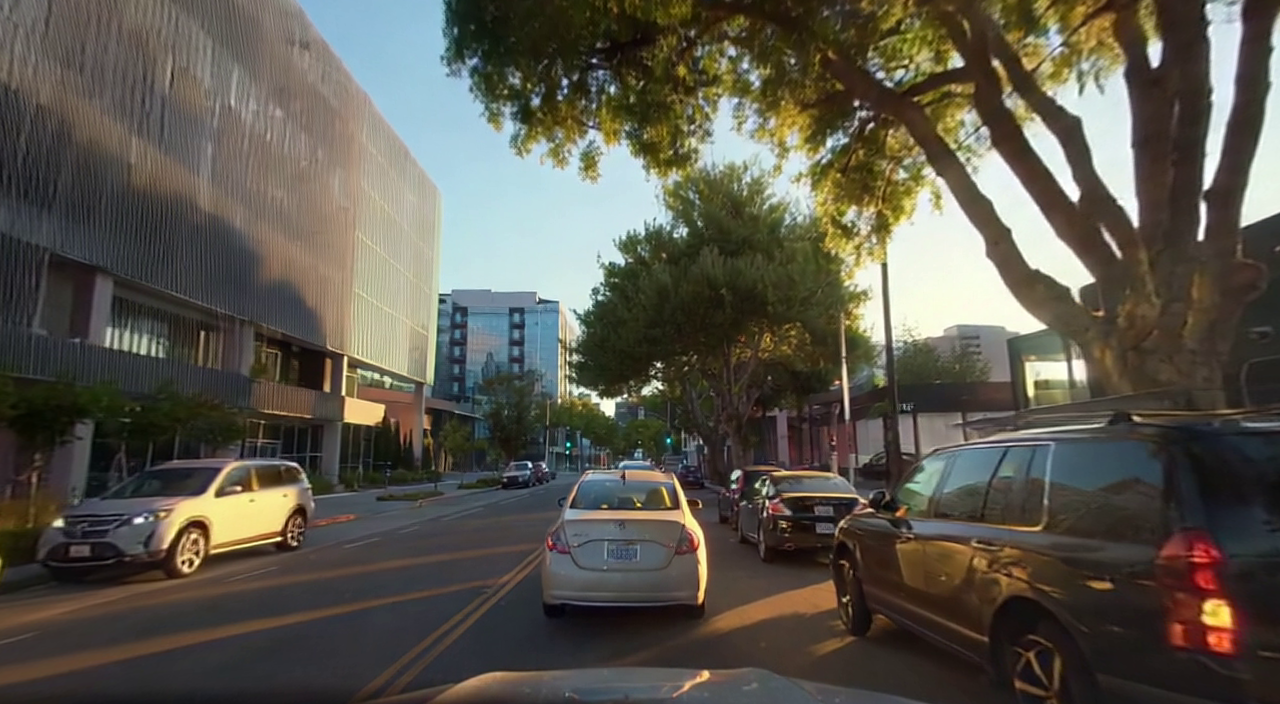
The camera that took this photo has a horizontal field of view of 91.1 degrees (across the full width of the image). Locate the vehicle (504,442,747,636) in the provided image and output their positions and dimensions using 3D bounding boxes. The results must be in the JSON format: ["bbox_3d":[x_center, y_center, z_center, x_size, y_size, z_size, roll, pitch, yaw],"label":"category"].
[{"bbox_3d":[-0.109,1.907,7.163,2.018,1.583,3.646,1,-10,0],"label":"vehicle"}]

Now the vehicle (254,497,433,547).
[{"bbox_3d":[-7.033,4.142,15.626,2.223,0.774,4.789,1,-10,-1],"label":"vehicle"}]

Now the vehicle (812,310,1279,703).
[{"bbox_3d":[2.728,1.216,4.246,1.868,1.920,4.501,1,-10,0],"label":"vehicle"}]

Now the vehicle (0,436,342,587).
[{"bbox_3d":[-6.807,2.420,9.961,1.994,1.701,4.520,-3,-12,-1],"label":"vehicle"}]
